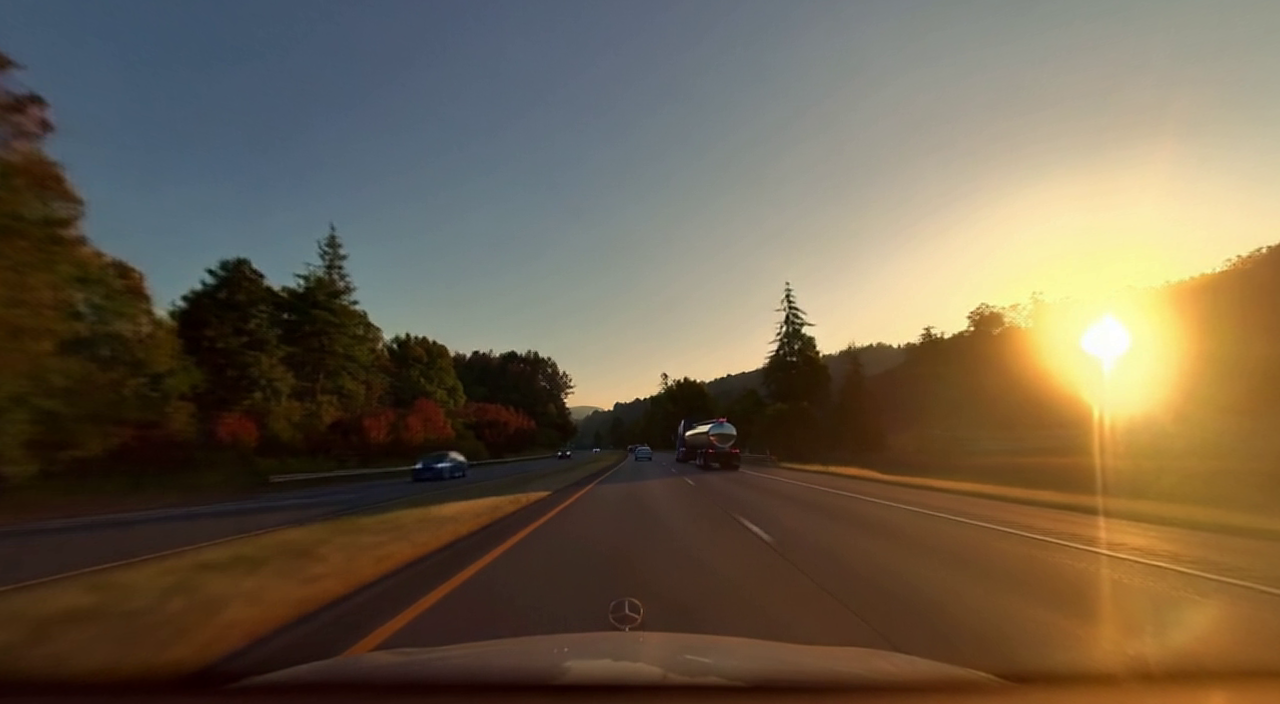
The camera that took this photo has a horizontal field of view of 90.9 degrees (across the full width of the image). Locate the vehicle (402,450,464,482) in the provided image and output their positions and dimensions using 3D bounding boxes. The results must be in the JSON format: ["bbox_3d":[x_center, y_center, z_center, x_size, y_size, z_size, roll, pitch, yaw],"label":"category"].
[{"bbox_3d":[-11.867,6.547,36.422,1.995,1.691,4.555,0,-9,0],"label":"vehicle"}]

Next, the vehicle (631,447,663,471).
[{"bbox_3d":[0.412,6.738,39.839,1.926,1.386,3.615,0,-9,0],"label":"vehicle"}]

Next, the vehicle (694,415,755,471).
[{"bbox_3d":[4.988,5.600,38.468,2.718,3.034,7.395,0,-9,0],"label":"vehicle"}]
